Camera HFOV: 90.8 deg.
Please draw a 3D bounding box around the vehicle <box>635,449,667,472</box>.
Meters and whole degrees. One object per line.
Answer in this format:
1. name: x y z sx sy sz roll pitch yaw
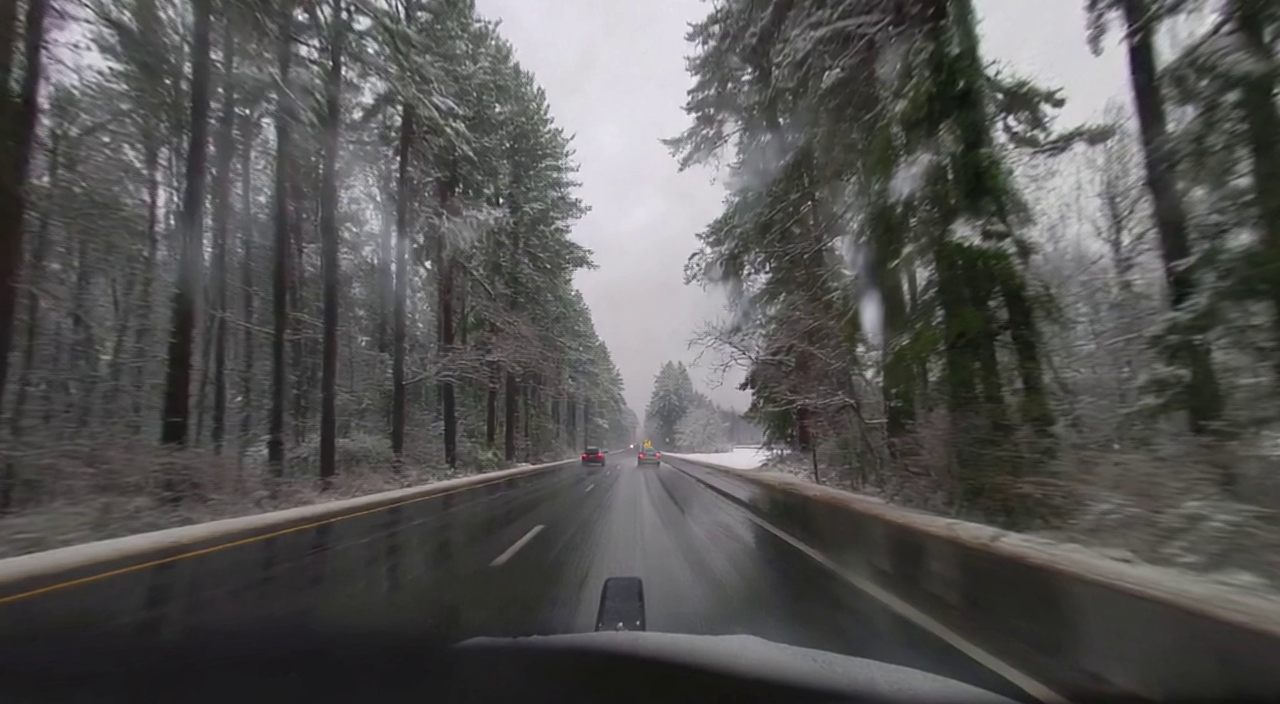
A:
1. vehicle: 0.687 7.193 42.118 2.046 1.452 4.407 0 -9 0
